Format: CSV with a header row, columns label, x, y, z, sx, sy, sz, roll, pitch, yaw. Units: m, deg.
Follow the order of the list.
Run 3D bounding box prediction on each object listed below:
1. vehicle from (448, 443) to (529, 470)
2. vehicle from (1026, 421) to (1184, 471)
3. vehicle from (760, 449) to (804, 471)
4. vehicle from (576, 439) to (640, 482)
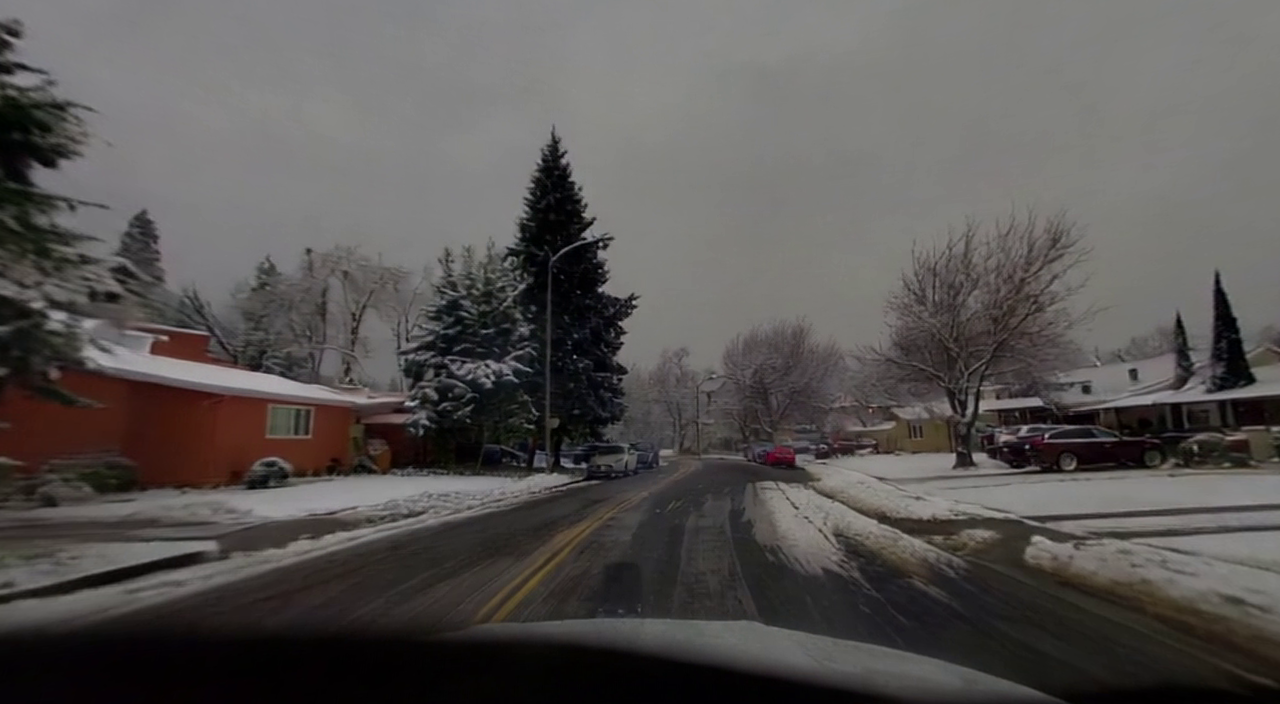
label,x,y,z,sx,sy,sz,roll,pitch,yaw
vehicle,-8.795,6.050,36.755,4.376,1.458,2.046,2,-8,-14
vehicle,16.802,3.406,22.955,4.384,1.688,1.956,1,-8,-8
vehicle,9.837,7.482,44.121,1.984,1.437,4.726,0,-9,0
vehicle,-1.396,5.027,29.781,2.215,1.859,4.765,-1,-8,7
